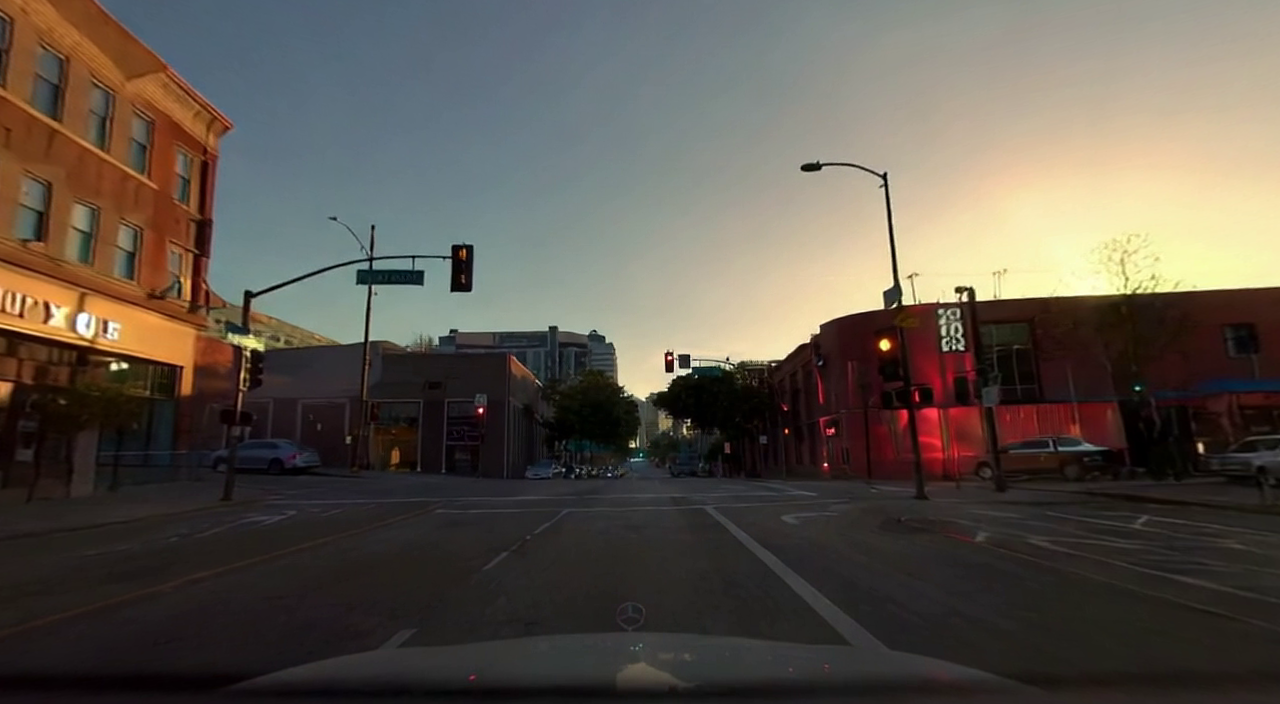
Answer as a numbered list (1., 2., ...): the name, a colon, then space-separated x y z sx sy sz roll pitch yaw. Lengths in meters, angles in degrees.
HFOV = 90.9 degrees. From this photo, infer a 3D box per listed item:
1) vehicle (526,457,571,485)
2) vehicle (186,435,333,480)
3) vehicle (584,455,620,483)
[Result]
1. vehicle: -5.902 7.735 41.197 2.167 1.643 4.518 -1 -8 2
2. vehicle: -17.668 4.900 29.476 5.376 1.994 2.196 0 -8 1
3. vehicle: -2.413 7.613 41.177 1.981 1.625 4.399 0 -8 1
